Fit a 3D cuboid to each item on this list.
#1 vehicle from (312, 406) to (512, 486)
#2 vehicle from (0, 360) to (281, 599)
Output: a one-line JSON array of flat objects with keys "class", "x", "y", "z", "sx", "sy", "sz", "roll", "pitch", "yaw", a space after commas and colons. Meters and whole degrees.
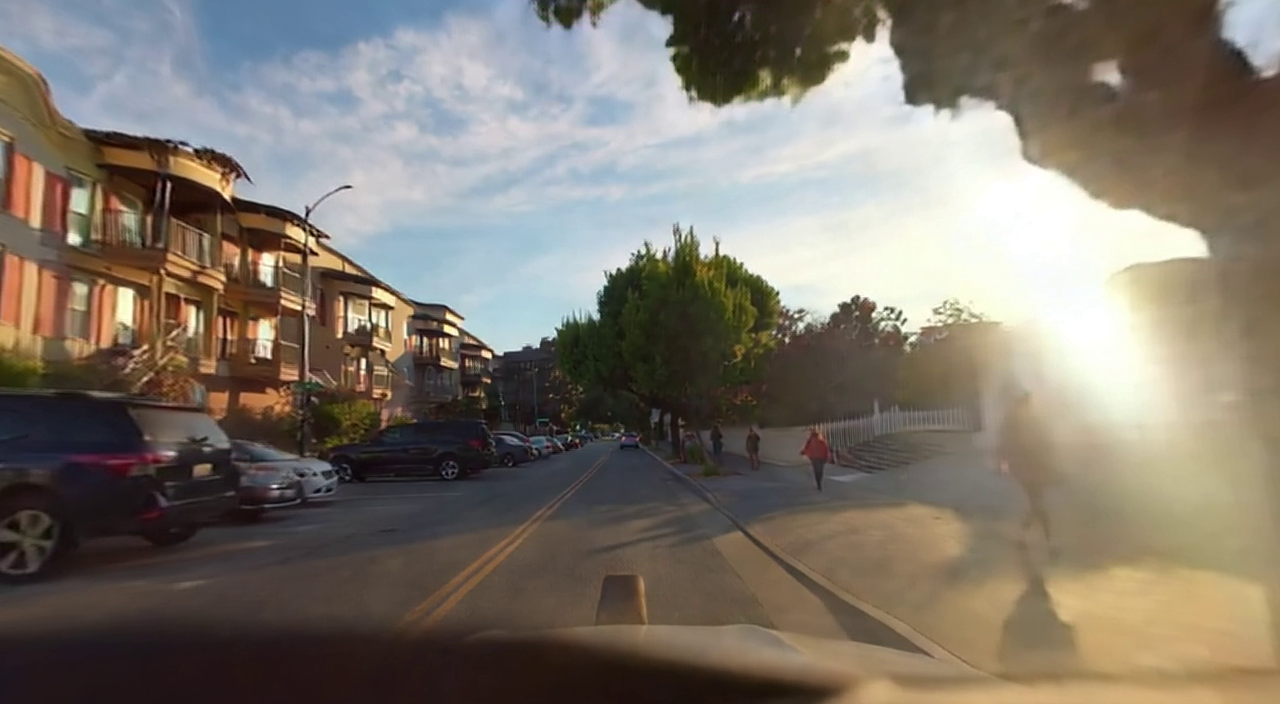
[{"class": "vehicle", "x": -7.305, "y": 3.091, "z": 20.861, "sx": 5.592, "sy": 2.439, "sz": 2.515, "roll": 0, "pitch": -8, "yaw": -1}, {"class": "vehicle", "x": -7.475, "y": 1.278, "z": 6.730, "sx": 5.824, "sy": 2.125, "sz": 2.233, "roll": 0, "pitch": -8, "yaw": -3}]
